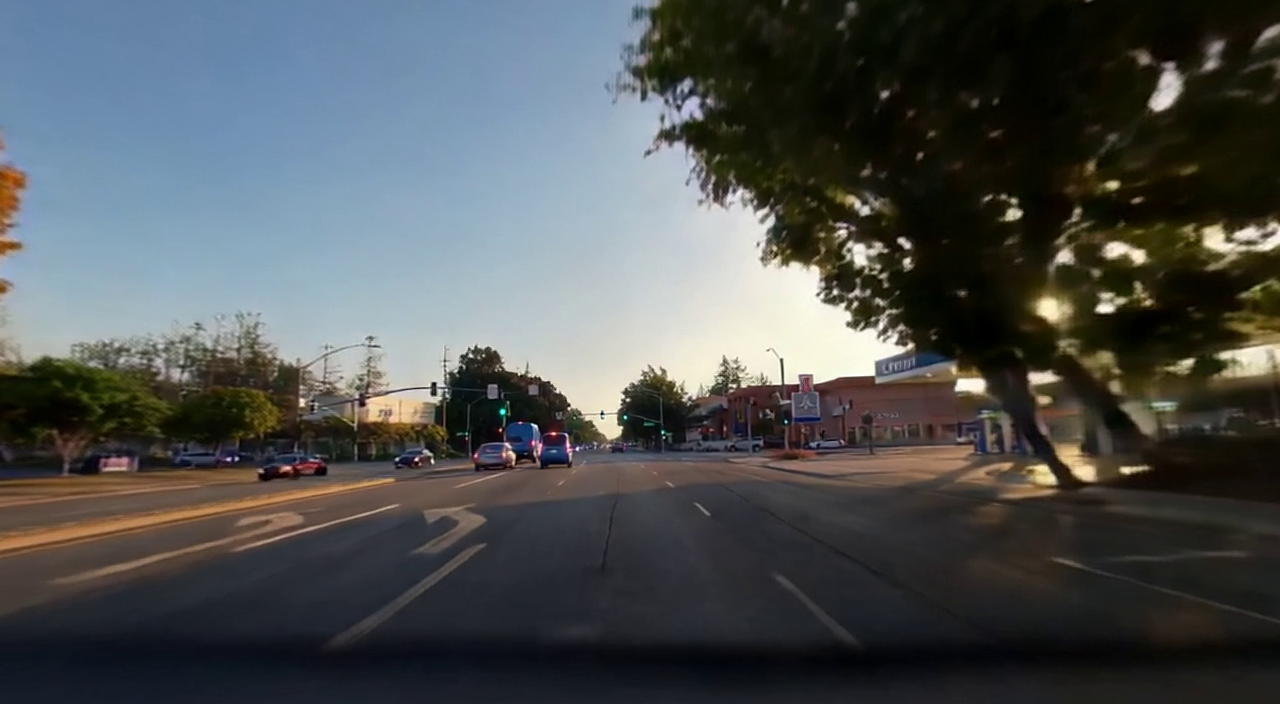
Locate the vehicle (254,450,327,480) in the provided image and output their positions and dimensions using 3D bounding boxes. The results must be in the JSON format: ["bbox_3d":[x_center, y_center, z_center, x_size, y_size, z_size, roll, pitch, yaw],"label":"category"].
[{"bbox_3d":[-20.520,6.625,37.341,1.930,1.659,4.364,0,-8,-2],"label":"vehicle"}]

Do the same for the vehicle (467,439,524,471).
[{"bbox_3d":[-7.383,5.291,32.693,1.993,1.490,4.768,0,-8,-2],"label":"vehicle"}]

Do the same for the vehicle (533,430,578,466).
[{"bbox_3d":[-4.994,5.750,37.855,2.206,2.007,5.190,0,-8,-3],"label":"vehicle"}]
